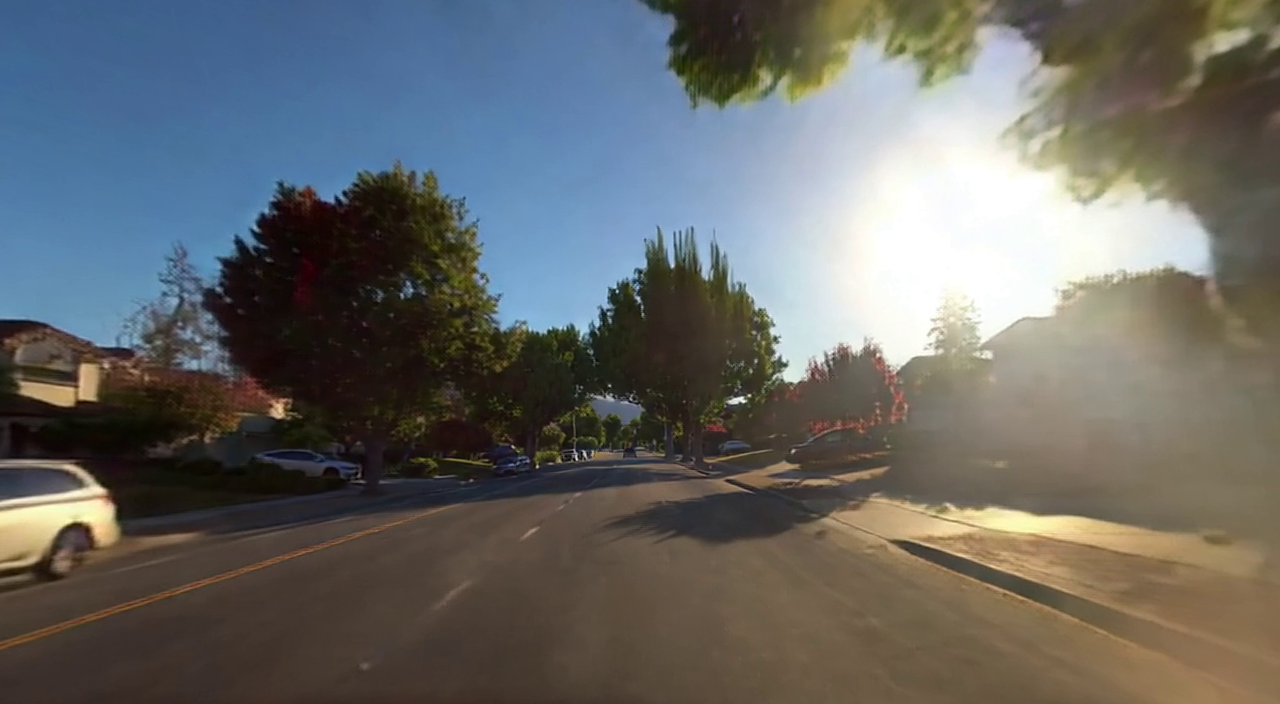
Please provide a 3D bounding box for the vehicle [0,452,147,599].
[{"bbox_3d":[-7.586,1.824,6.230,1.919,1.492,4.547,-5,-9,-1],"label":"vehicle"}]

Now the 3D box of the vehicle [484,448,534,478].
[{"bbox_3d":[-7.748,6.593,37.767,1.973,1.500,4.781,-5,-9,-2],"label":"vehicle"}]

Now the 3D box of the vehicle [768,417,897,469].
[{"bbox_3d":[8.885,4.253,29.516,5.221,1.958,1.992,-4,-8,0],"label":"vehicle"}]

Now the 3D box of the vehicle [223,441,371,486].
[{"bbox_3d":[-14.339,4.674,26.667,4.995,1.760,1.988,0,-8,-2],"label":"vehicle"}]
